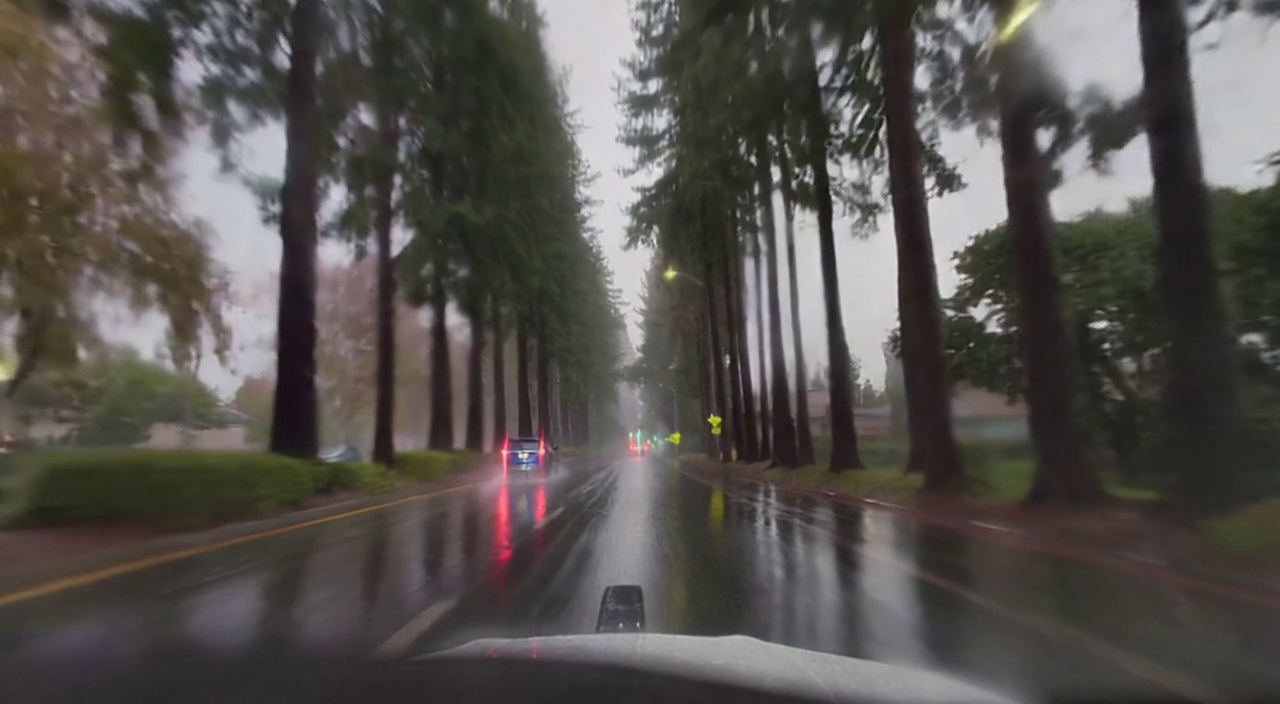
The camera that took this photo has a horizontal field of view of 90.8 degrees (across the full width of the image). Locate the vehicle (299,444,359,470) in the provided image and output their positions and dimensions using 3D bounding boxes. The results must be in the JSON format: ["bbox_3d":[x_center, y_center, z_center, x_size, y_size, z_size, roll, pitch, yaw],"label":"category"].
[{"bbox_3d":[-21.045,7.097,42.948,1.875,1.602,4.317,0,-8,0],"label":"vehicle"}]

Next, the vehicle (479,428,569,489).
[{"bbox_3d":[-3.647,3.434,20.726,2.078,1.748,4.279,0,-8,1],"label":"vehicle"}]
